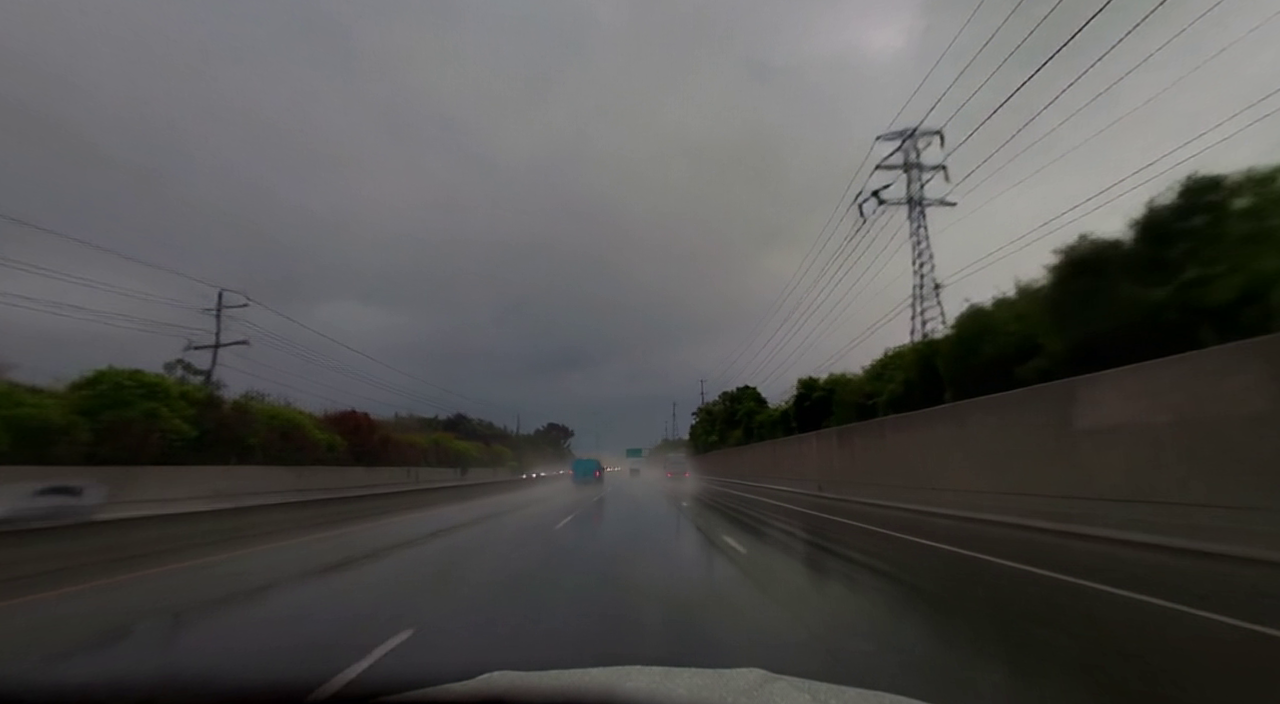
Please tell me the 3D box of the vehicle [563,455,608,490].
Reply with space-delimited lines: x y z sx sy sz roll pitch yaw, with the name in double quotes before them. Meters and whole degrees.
"vehicle" -3.345 7.529 39.555 2.324 2.008 4.654 1 -11 0
